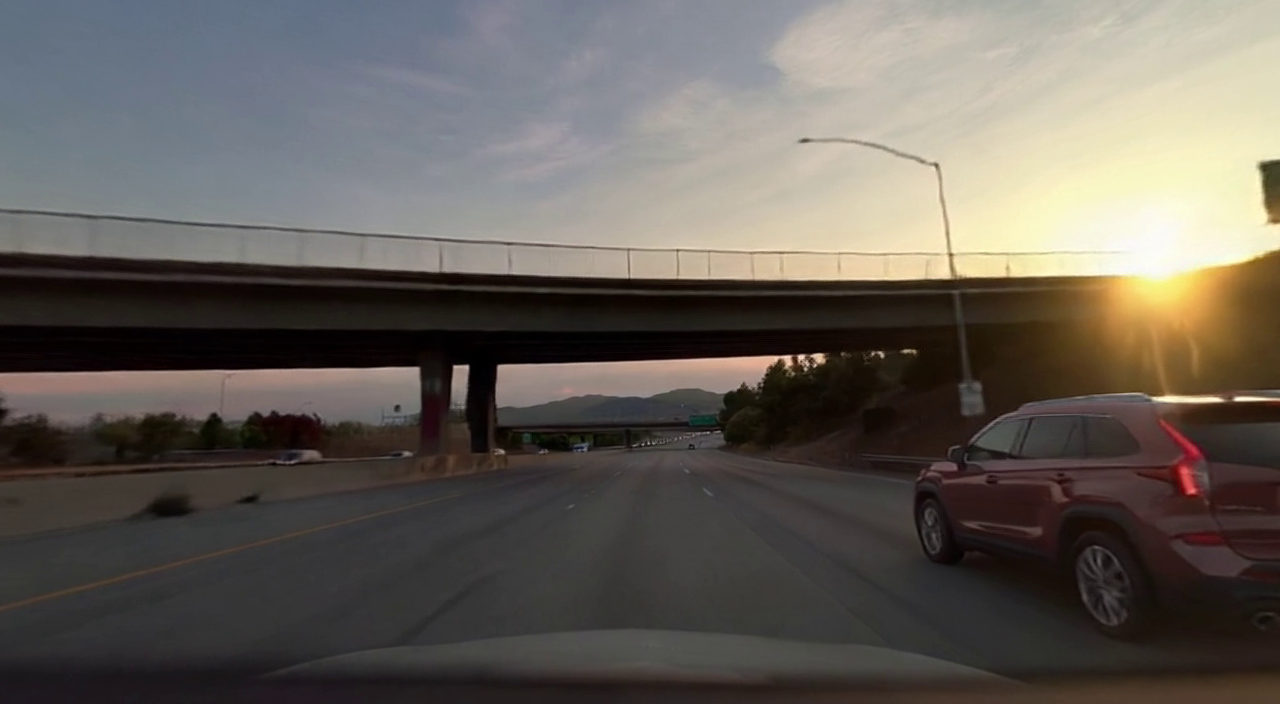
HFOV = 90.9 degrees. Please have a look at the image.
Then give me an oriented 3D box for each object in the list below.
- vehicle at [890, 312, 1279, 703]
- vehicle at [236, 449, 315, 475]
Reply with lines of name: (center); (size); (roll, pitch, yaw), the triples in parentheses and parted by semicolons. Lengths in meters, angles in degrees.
vehicle: (3.527, 0.955, 4.022); (2.019, 1.732, 4.579); (0, -9, 1)
vehicle: (-26.471, 7.998, 46.018); (2.082, 1.711, 5.080); (-2, -9, 10)
